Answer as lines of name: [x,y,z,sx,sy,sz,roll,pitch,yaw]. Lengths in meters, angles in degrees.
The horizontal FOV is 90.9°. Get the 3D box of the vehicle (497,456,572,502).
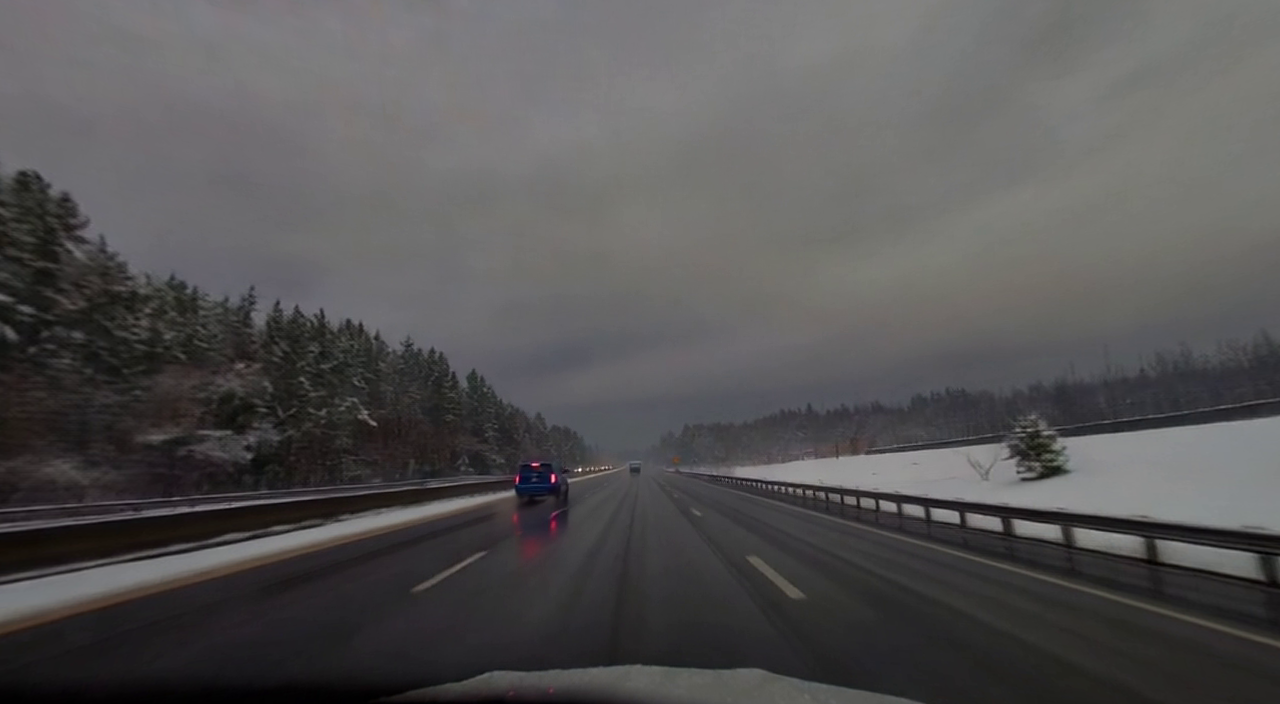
vehicle: [-3.946,4.860,24.321,2.081,1.586,4.245,0,-10,1]
